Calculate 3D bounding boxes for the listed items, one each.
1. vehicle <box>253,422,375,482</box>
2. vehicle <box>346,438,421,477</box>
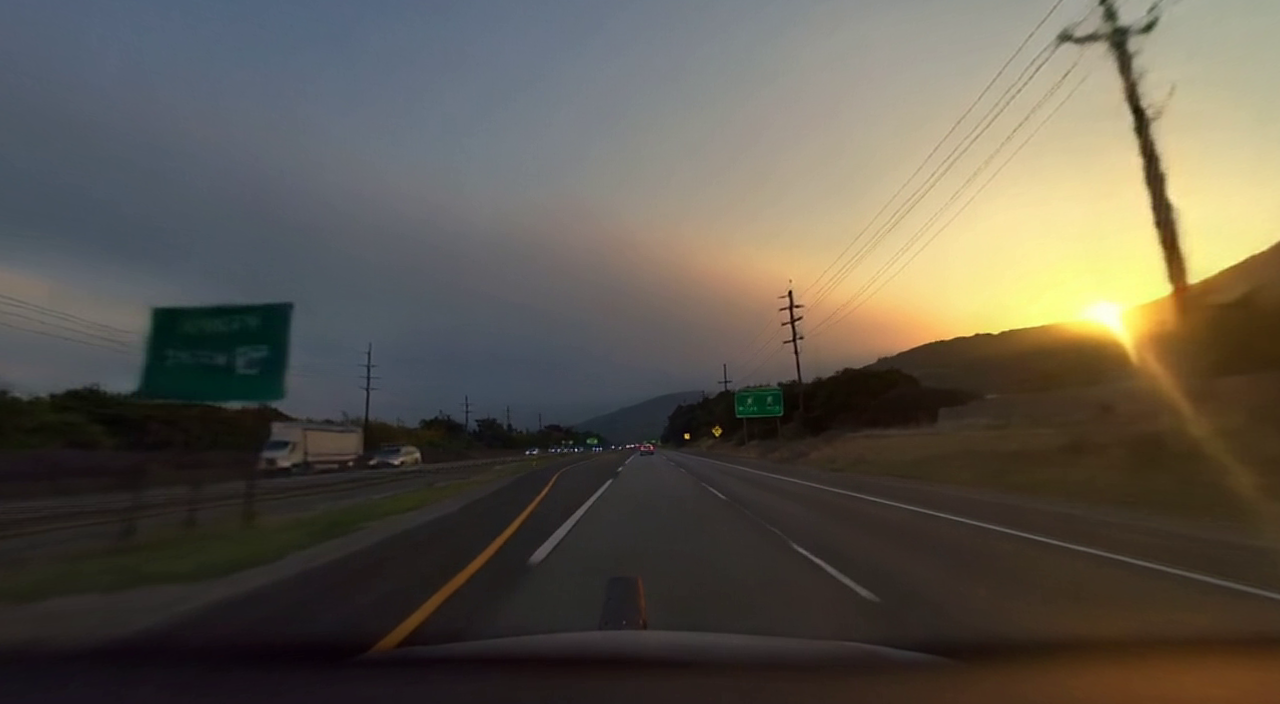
[{"bbox_3d":[-20.845,6.458,41.194,2.949,3.403,9.367,0,-8,0],"label":"vehicle"},{"bbox_3d":[-16.338,6.742,40.575,2.348,2.282,5.540,-1,-8,1],"label":"vehicle"}]
